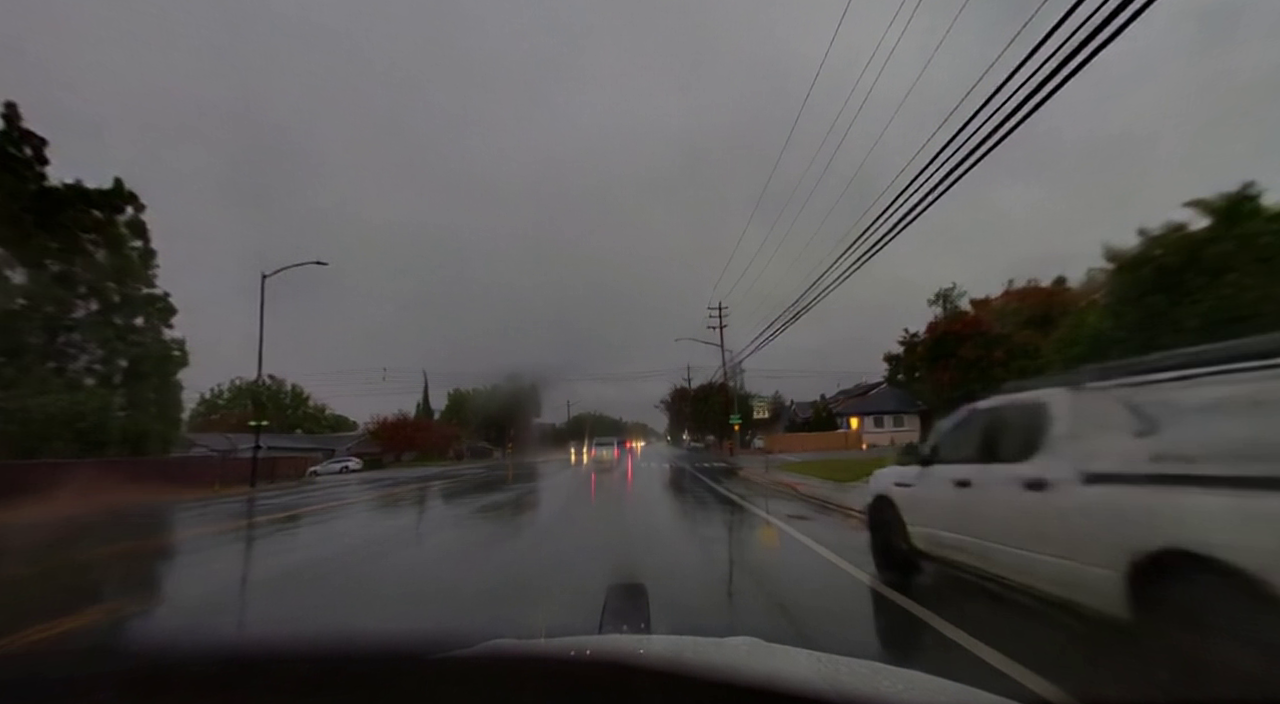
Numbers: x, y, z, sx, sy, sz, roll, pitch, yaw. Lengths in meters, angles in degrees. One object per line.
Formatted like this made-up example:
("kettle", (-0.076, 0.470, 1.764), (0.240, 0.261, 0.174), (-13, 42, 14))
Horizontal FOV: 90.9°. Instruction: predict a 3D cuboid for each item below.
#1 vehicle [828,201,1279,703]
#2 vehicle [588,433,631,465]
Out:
("vehicle", (3.596, 0.911, 4.517), (2.622, 2.137, 6.267), (2, -9, 0))
("vehicle", (-1.818, 6.031, 39.288), (2.327, 1.861, 4.941), (-1, -8, 2))
